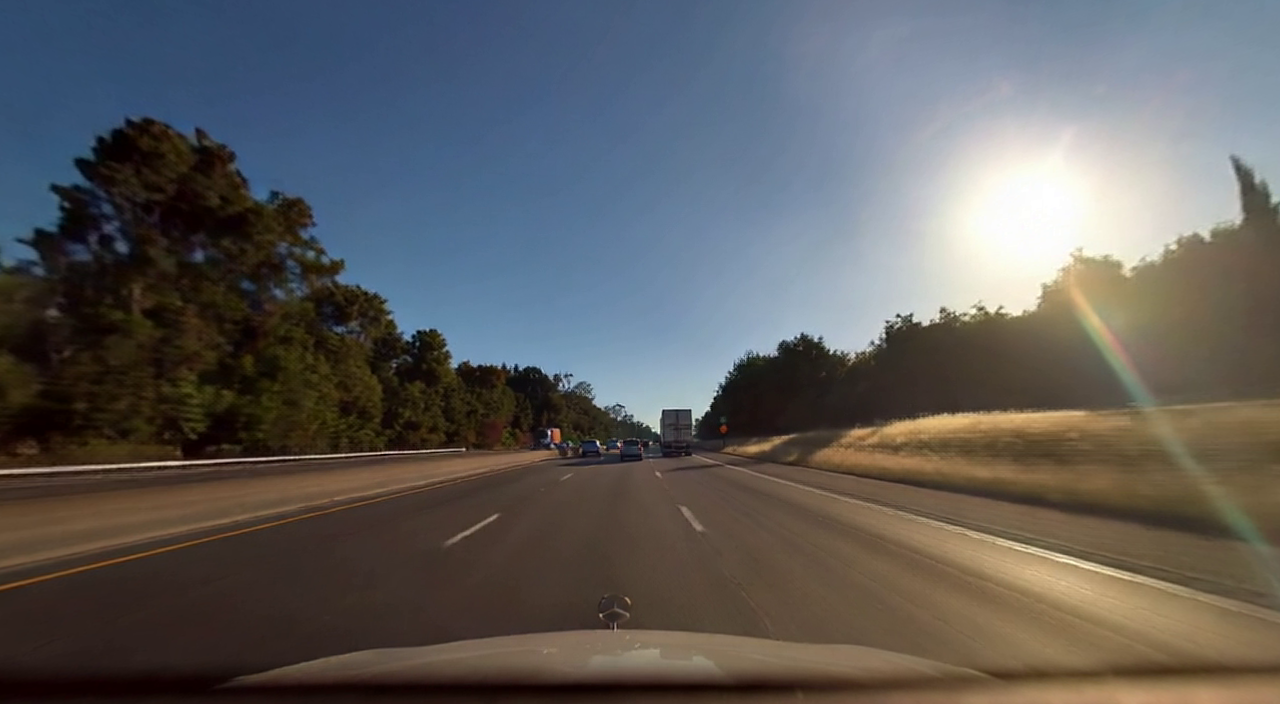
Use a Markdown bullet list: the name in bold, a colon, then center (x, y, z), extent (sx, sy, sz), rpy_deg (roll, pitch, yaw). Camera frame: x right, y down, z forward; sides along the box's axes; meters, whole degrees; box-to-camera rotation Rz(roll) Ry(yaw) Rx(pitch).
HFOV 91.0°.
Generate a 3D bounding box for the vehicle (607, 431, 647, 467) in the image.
- **vehicle**: center (-0.747, 5.677, 37.006), extent (2.211, 1.933, 4.315), rpy_deg (0, -8, 0)

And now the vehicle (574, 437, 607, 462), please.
- **vehicle**: center (-3.612, 7.248, 46.925), extent (2.047, 1.757, 4.183), rpy_deg (-1, -8, 1)
